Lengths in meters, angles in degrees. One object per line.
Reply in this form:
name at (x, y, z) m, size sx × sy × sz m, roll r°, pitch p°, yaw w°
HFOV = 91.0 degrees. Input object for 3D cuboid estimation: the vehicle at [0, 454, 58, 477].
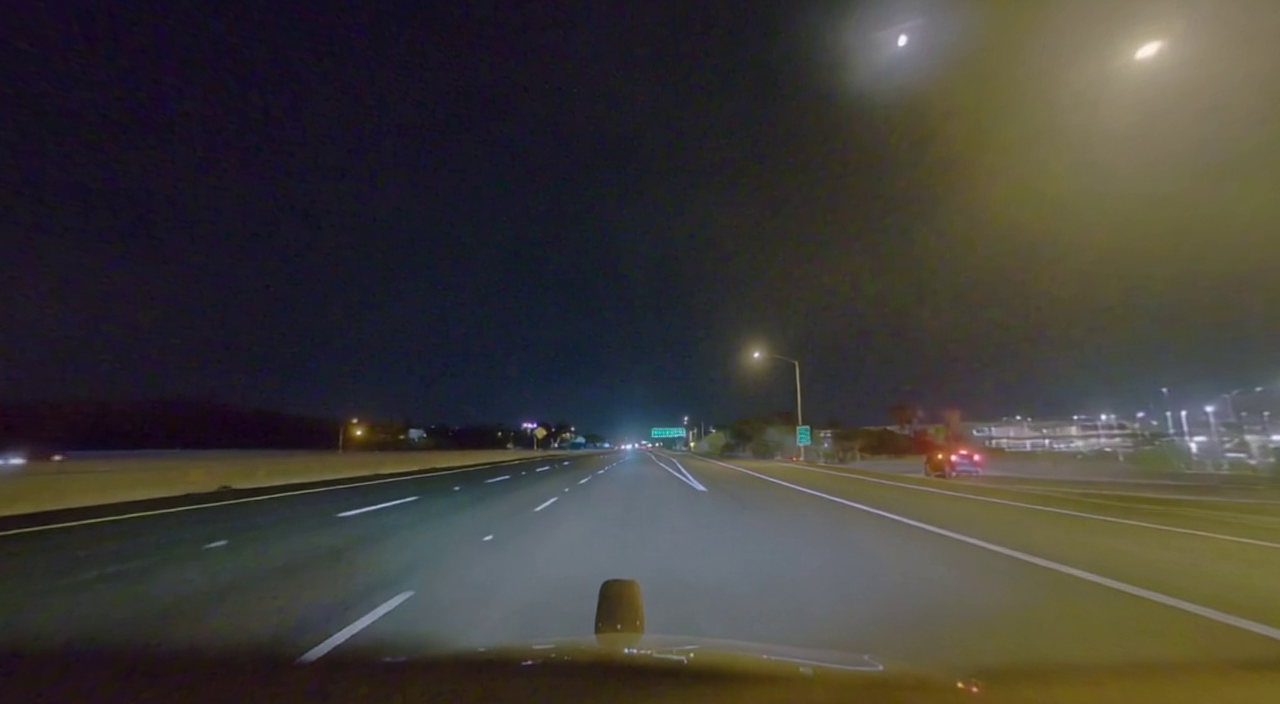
vehicle at (-47.121, 8.536, 47.627) m, size 1.857 × 1.578 × 4.591 m, roll 0°, pitch -9°, yaw -1°
